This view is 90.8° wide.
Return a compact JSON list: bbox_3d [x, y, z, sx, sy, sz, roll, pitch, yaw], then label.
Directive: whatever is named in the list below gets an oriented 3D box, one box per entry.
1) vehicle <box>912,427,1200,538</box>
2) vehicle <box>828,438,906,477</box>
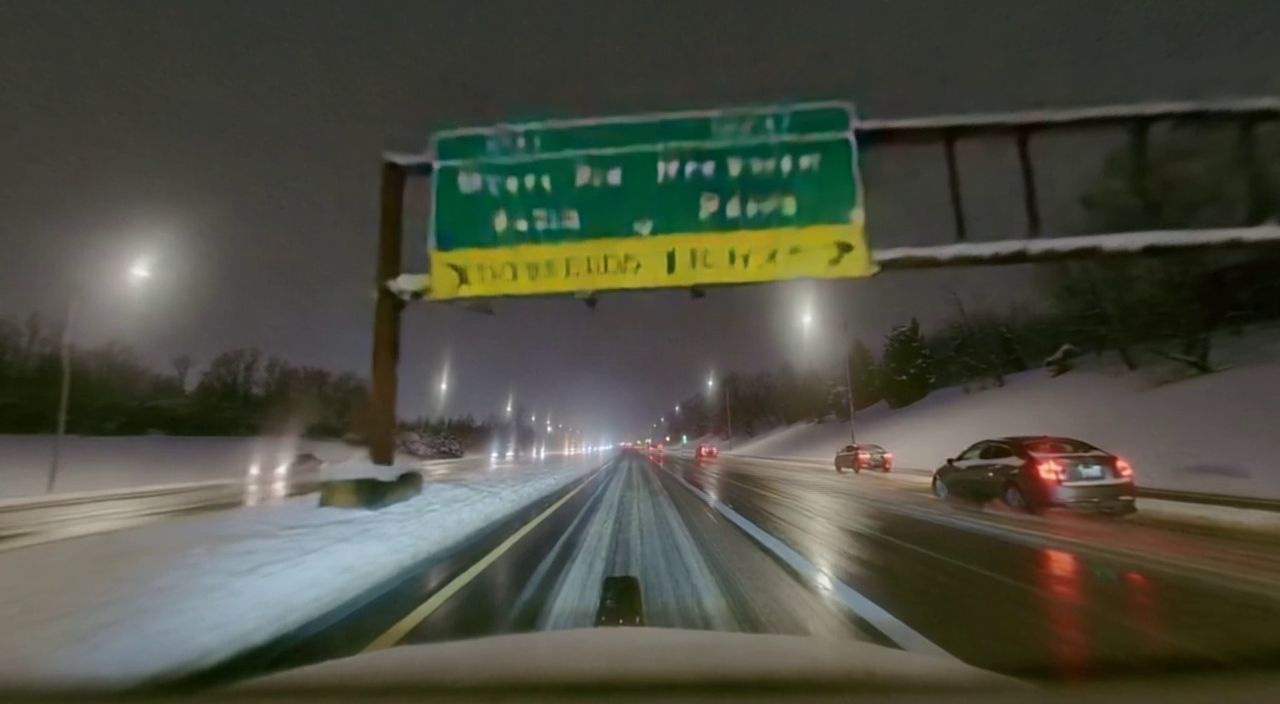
[{"bbox_3d":[6.995,2.221,11.440,1.901,1.548,4.684,0,-8,-2],"label":"vehicle"},{"bbox_3d":[10.853,5.056,30.561,2.068,1.680,4.361,-1,-8,0],"label":"vehicle"}]
